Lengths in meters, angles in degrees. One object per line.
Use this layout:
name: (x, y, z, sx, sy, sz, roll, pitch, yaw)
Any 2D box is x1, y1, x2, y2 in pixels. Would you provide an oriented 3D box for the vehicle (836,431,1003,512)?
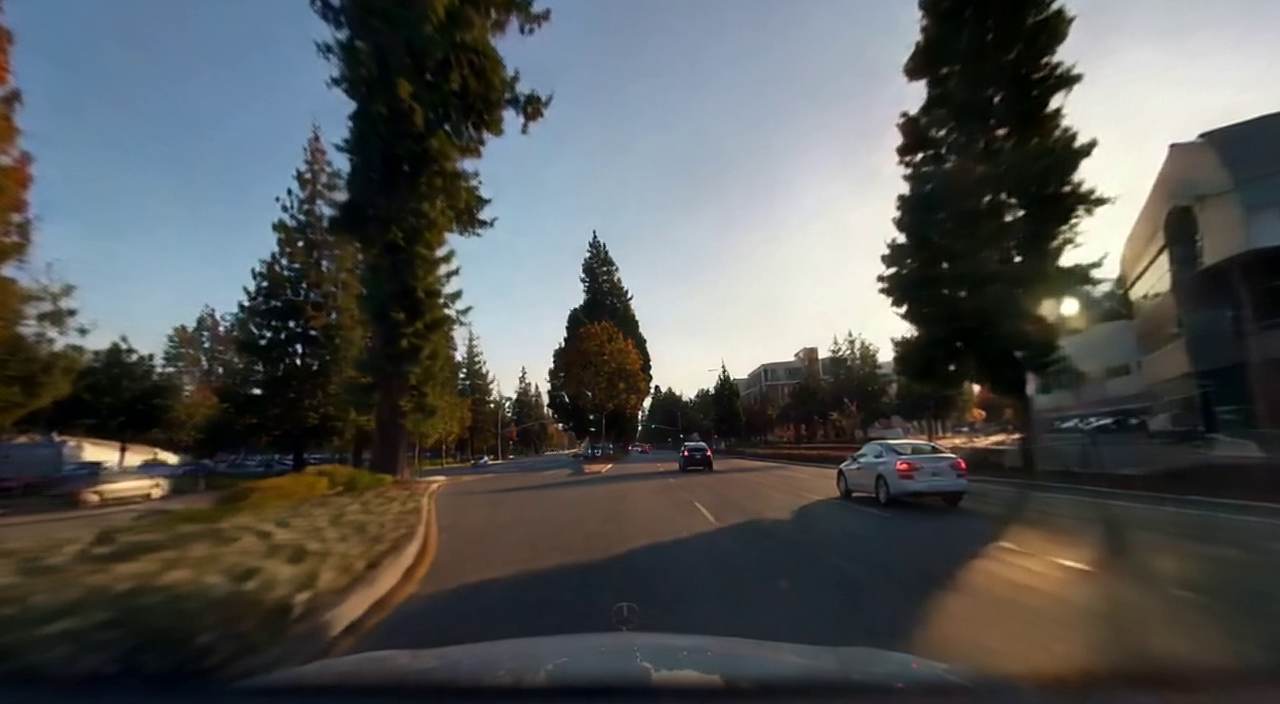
vehicle: (6.371, 2.758, 15.054, 2.000, 1.618, 4.238, 0, -9, 0)

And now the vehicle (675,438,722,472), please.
vehicle: (3.207, 5.754, 35.463, 2.095, 1.759, 4.862, 0, -9, -1)

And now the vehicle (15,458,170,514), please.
vehicle: (-21.676, 5.270, 25.329, 2.050, 1.890, 4.582, 0, -9, 0)
